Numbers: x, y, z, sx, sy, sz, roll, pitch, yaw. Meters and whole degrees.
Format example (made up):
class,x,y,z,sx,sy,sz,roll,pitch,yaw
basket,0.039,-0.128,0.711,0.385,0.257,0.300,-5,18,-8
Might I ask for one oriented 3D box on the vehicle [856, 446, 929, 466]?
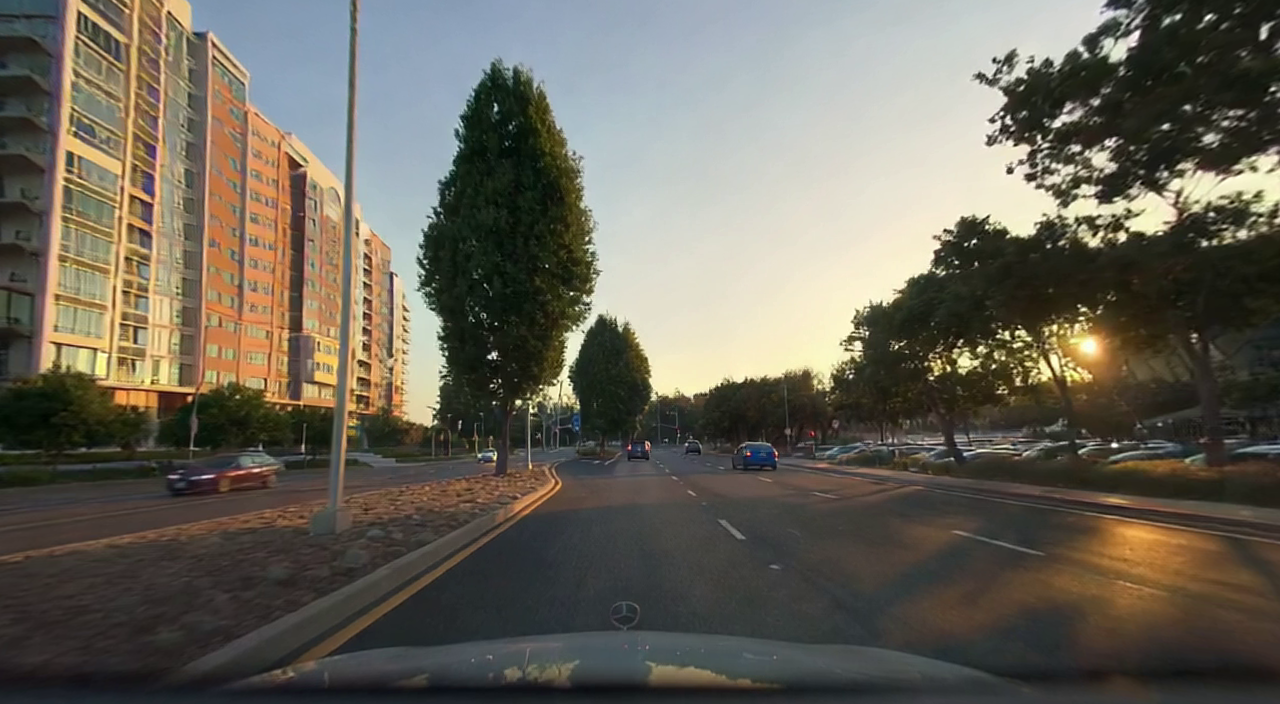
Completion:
class,x,y,z,sx,sy,sz,roll,pitch,yaw
vehicle,19.066,7.884,47.672,4.683,1.462,1.995,0,-9,-1

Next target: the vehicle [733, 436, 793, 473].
class,x,y,z,sx,sy,sz,roll,pitch,yaw
vehicle,6.564,5.542,34.206,2.136,1.799,4.796,0,-9,-2
